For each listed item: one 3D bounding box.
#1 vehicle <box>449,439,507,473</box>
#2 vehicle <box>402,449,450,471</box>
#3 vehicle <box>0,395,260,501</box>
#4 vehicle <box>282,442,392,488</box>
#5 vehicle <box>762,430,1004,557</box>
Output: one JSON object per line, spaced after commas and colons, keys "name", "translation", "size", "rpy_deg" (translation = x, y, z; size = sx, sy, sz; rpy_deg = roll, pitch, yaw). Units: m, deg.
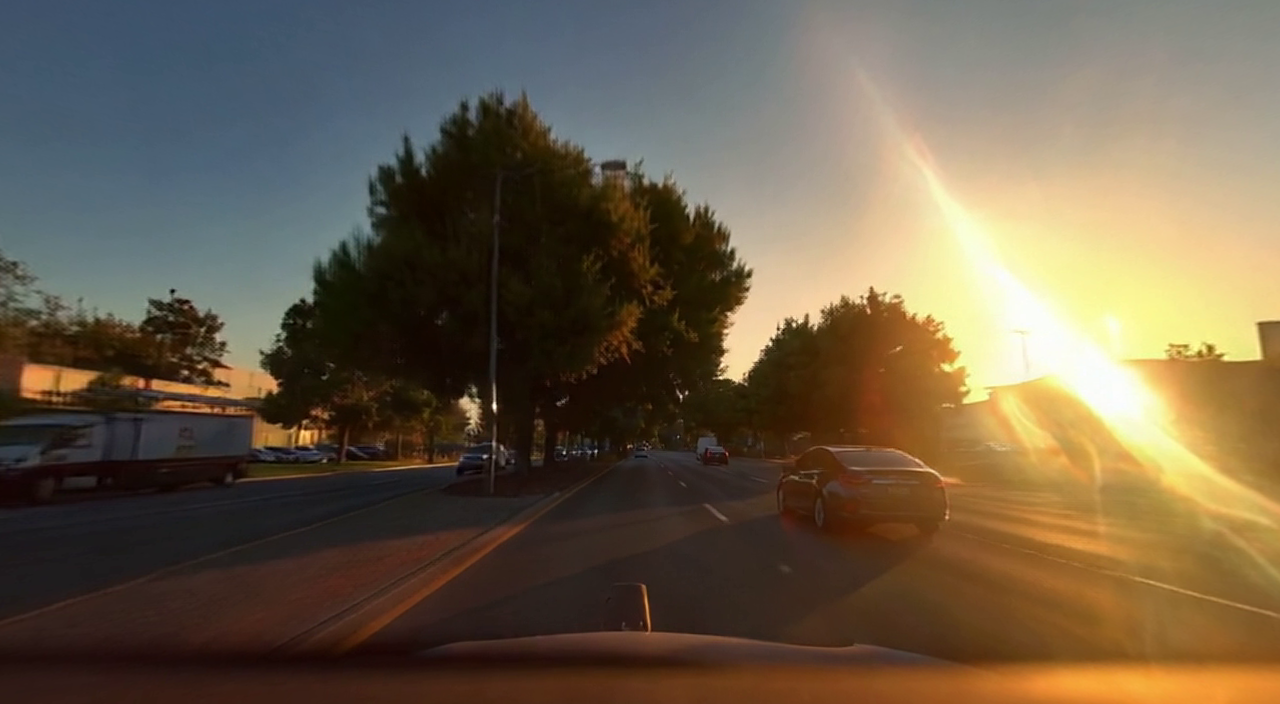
{"name": "vehicle", "translation": [-9.092, 5.885, 35.692], "size": [1.953, 1.753, 4.843], "rpy_deg": [0, -9, 0]}
{"name": "vehicle", "translation": [-15.311, 7.750, 45.199], "size": [1.862, 1.460, 4.677], "rpy_deg": [0, -9, -1]}
{"name": "vehicle", "translation": [-18.338, 3.573, 22.892], "size": [3.043, 2.916, 9.736], "rpy_deg": [-4, -9, -1]}
{"name": "vehicle", "translation": [-11.993, 4.491, 25.277], "size": [2.018, 1.639, 4.764], "rpy_deg": [0, -9, 1]}
{"name": "vehicle", "translation": [3.335, 2.022, 9.733], "size": [1.935, 1.501, 4.384], "rpy_deg": [0, -9, -1]}
